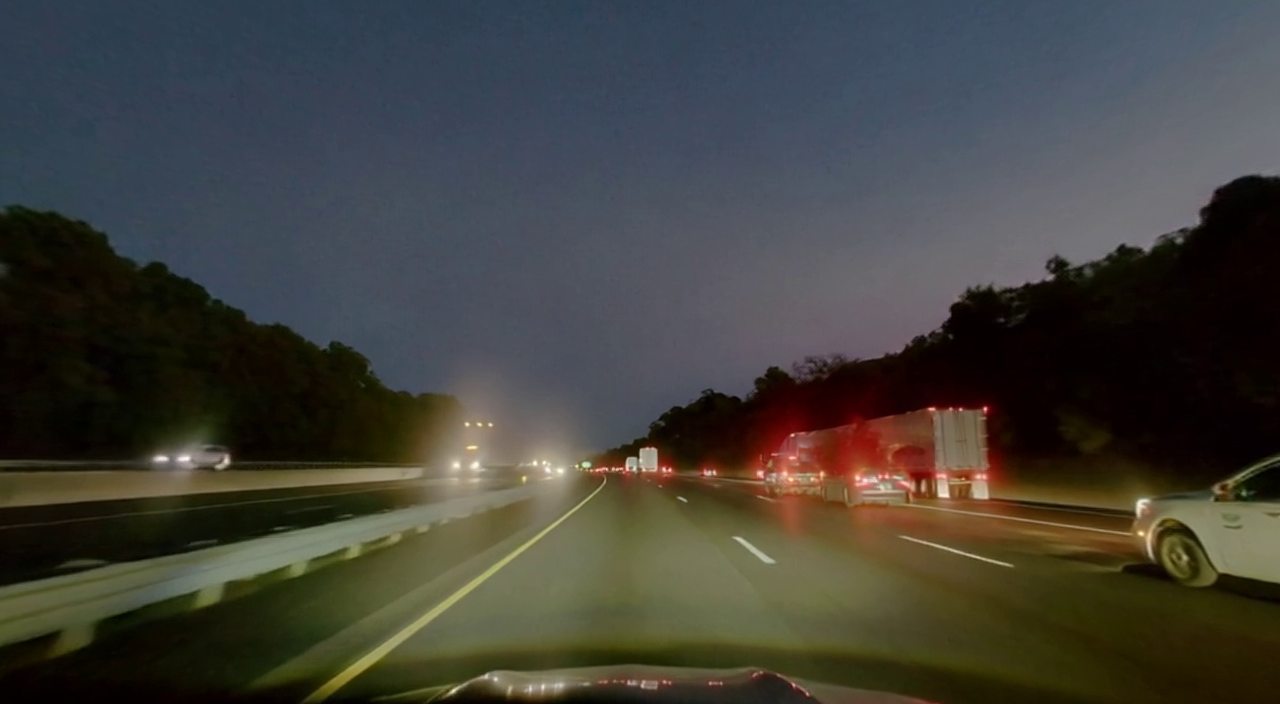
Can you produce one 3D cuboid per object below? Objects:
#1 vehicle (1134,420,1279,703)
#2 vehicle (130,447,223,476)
[{"bbox_3d":[4.021,0.824,1.458,1.965,1.502,4.599,1,-10,0],"label":"vehicle"},{"bbox_3d":[-26.891,6.386,36.679,1.873,1.540,4.546,0,-10,1],"label":"vehicle"}]
